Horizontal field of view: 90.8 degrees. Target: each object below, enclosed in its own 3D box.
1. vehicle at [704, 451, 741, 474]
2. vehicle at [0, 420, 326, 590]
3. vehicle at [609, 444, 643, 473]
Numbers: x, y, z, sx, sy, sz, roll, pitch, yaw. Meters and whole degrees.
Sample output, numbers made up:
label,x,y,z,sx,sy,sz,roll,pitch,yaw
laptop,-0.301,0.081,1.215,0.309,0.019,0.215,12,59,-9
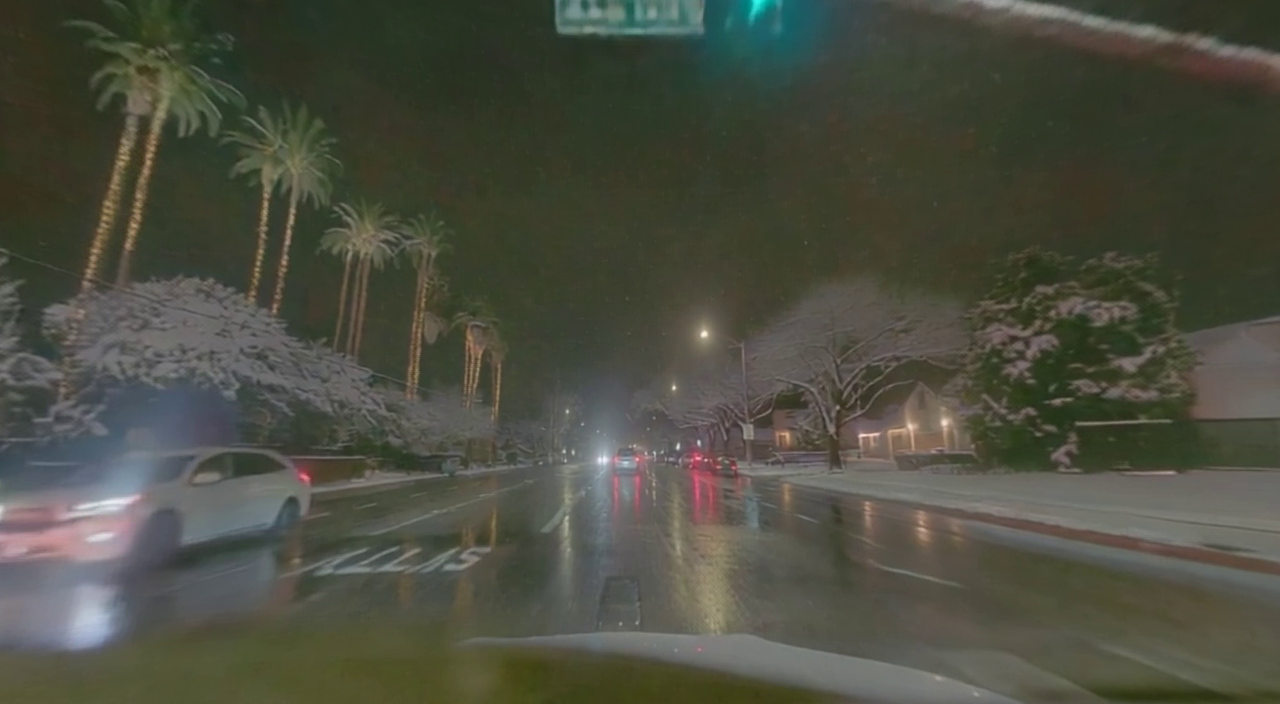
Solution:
label,x,y,z,sx,sy,sz,roll,pitch,yaw
vehicle,5.862,7.943,45.498,1.947,1.505,4.759,-1,-9,0
vehicle,-6.208,1.877,8.435,1.983,1.684,3.938,-1,-9,0
vehicle,-1.038,7.444,44.254,2.248,1.833,4.798,0,-9,-3
